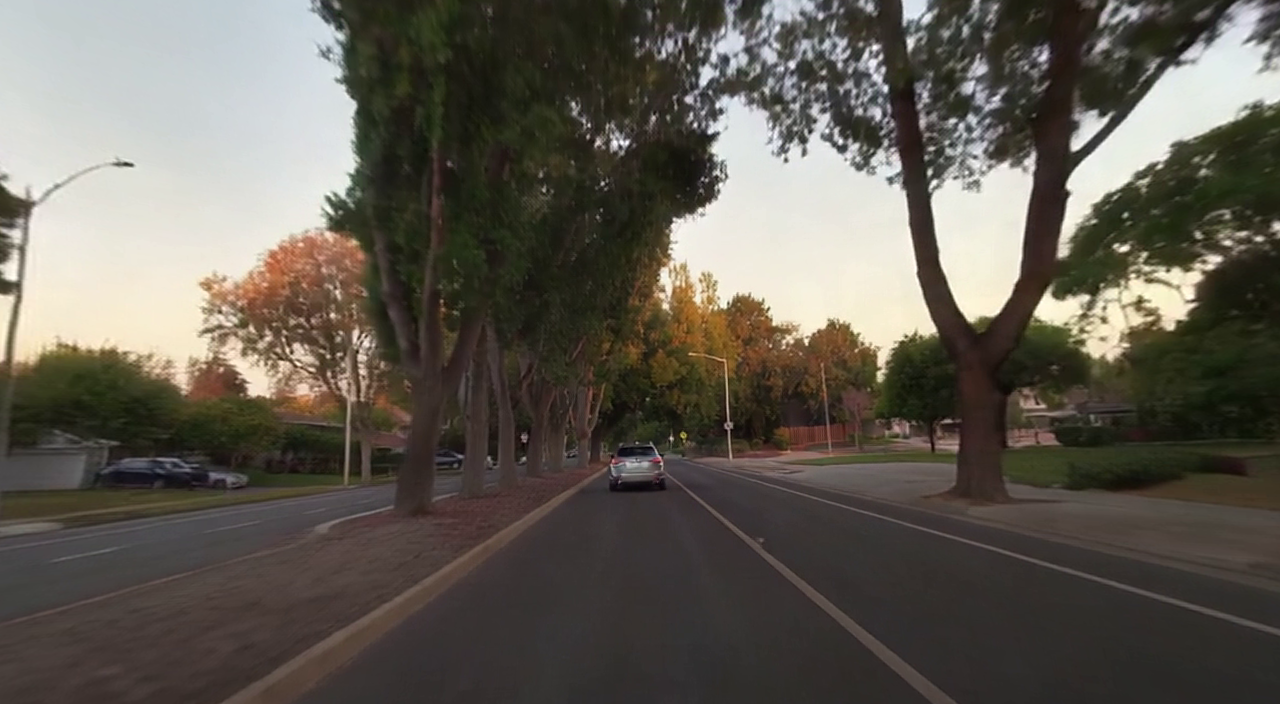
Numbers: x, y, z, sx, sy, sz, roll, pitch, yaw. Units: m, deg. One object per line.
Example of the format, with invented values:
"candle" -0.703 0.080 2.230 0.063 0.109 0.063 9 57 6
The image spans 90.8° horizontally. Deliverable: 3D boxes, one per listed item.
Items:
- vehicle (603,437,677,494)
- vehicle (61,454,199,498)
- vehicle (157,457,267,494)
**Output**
"vehicle" -0.026 3.627 20.628 2.181 1.639 4.127 0 -9 -1
"vehicle" -23.786 5.755 29.598 4.866 1.614 1.911 -4 -8 0
"vehicle" -21.798 6.297 32.305 4.241 1.500 1.956 -4 -9 0
